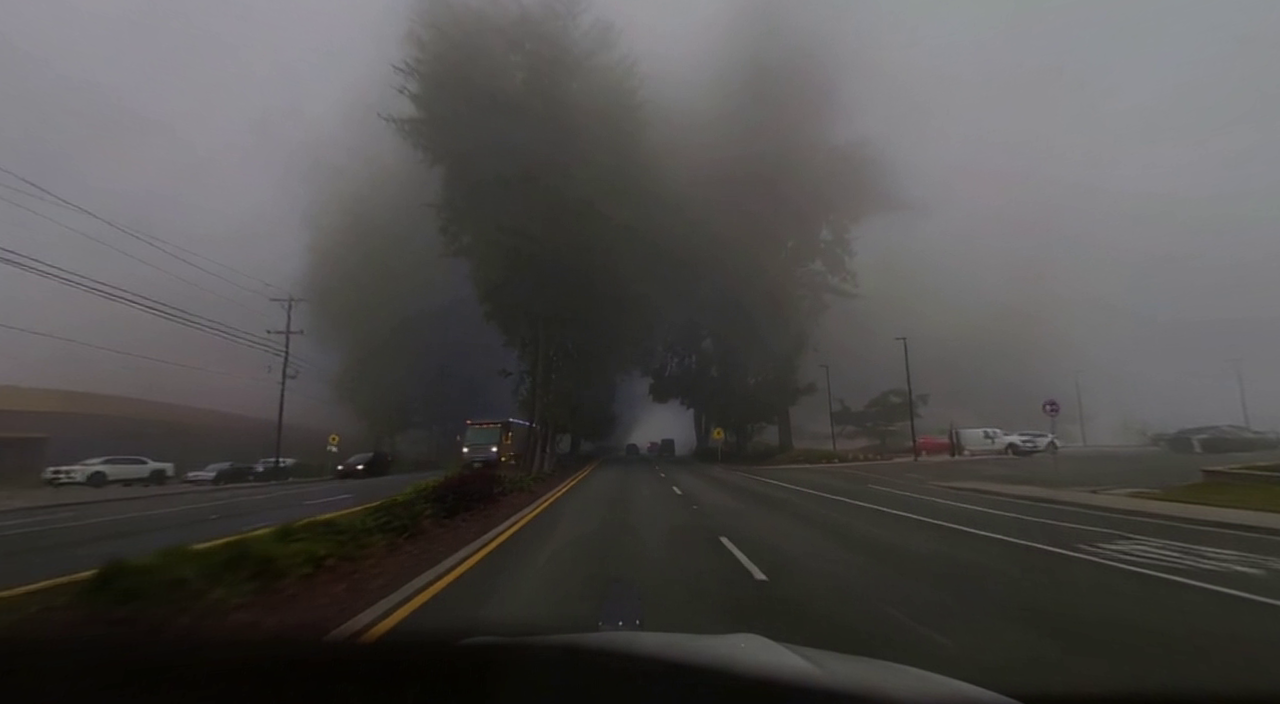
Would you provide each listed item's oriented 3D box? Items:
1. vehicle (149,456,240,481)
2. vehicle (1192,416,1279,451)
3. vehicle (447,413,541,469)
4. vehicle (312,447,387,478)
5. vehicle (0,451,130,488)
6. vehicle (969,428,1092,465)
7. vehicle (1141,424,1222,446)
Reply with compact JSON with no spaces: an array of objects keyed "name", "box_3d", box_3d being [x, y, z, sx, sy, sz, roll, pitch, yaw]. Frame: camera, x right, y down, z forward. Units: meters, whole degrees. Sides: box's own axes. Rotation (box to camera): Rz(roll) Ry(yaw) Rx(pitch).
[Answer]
[{"name":"vehicle","box_3d":[-27.807,7.252,39.509,4.176,1.440,1.931,0,-8,1]},{"name":"vehicle","box_3d":[32.995,4.402,33.872,2.083,1.716,5.134,0,-8,0]},{"name":"vehicle","box_3d":[-9.210,5.944,41.853,3.241,3.133,12.822,0,-8,0]},{"name":"vehicle","box_3d":[-17.107,6.502,37.505,2.091,1.656,4.626,-1,-8,3]},{"name":"vehicle","box_3d":[-28.583,5.754,31.106,4.886,1.698,2.224,0,-8,-3]},{"name":"vehicle","box_3d":[17.681,4.336,28.774,4.264,1.428,1.822,-3,-10,5]},{"name":"vehicle","box_3d":[41.360,6.420,48.389,2.066,1.575,4.483,0,-8,-2]}]
